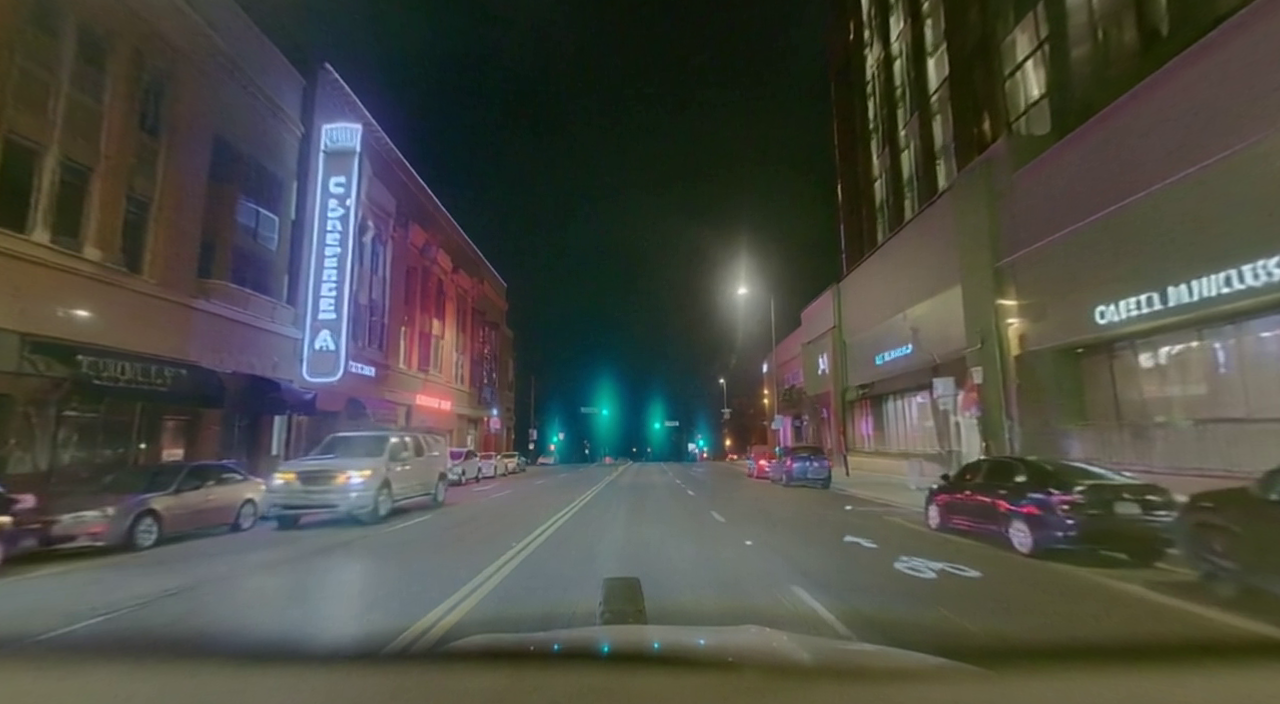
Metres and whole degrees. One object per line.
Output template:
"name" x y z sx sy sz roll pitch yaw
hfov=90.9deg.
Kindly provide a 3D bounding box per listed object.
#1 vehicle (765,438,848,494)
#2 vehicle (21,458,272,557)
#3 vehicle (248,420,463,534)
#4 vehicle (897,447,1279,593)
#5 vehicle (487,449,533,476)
"vehicle" 6.081 4.190 23.605 1.922 1.871 4.477 0 -8 1
"vehicle" -9.032 2.858 12.020 1.783 1.512 3.678 -1 -11 -1
"vehicle" -5.672 2.556 13.572 2.203 1.937 5.133 0 -9 0
"vehicle" 5.683 2.079 8.868 2.032 1.466 4.660 0 -9 -2
"vehicle" -8.550 7.312 41.873 1.961 1.627 4.634 0 -8 2
